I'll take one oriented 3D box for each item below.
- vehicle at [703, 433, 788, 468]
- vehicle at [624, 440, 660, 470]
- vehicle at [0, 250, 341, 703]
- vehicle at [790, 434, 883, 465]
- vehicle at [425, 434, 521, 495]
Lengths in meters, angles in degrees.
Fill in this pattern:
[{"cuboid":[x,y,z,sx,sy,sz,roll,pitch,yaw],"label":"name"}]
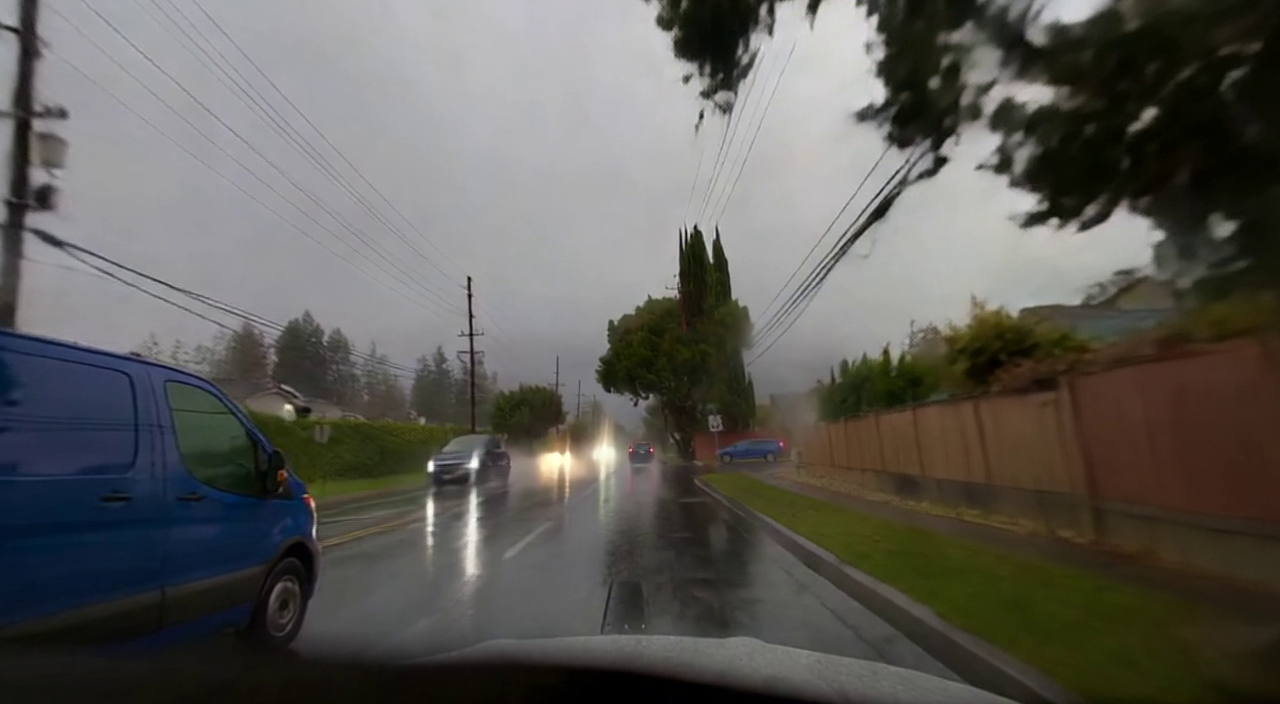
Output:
[{"cuboid":[6.778,6.280,40.318,5.012,1.711,2.457,-7,-8,15],"label":"vehicle"},{"cuboid":[0.133,6.404,39.350,2.120,1.718,3.909,0,-9,1],"label":"vehicle"},{"cuboid":[-3.625,0.648,2.074,2.336,2.152,5.866,0,-9,1],"label":"vehicle"},{"cuboid":[10.324,5.152,33.349,4.295,1.505,1.918,-1,-8,1],"label":"vehicle"},{"cuboid":[-6.605,4.511,25.693,2.333,2.165,5.436,-1,-9,1],"label":"vehicle"}]
